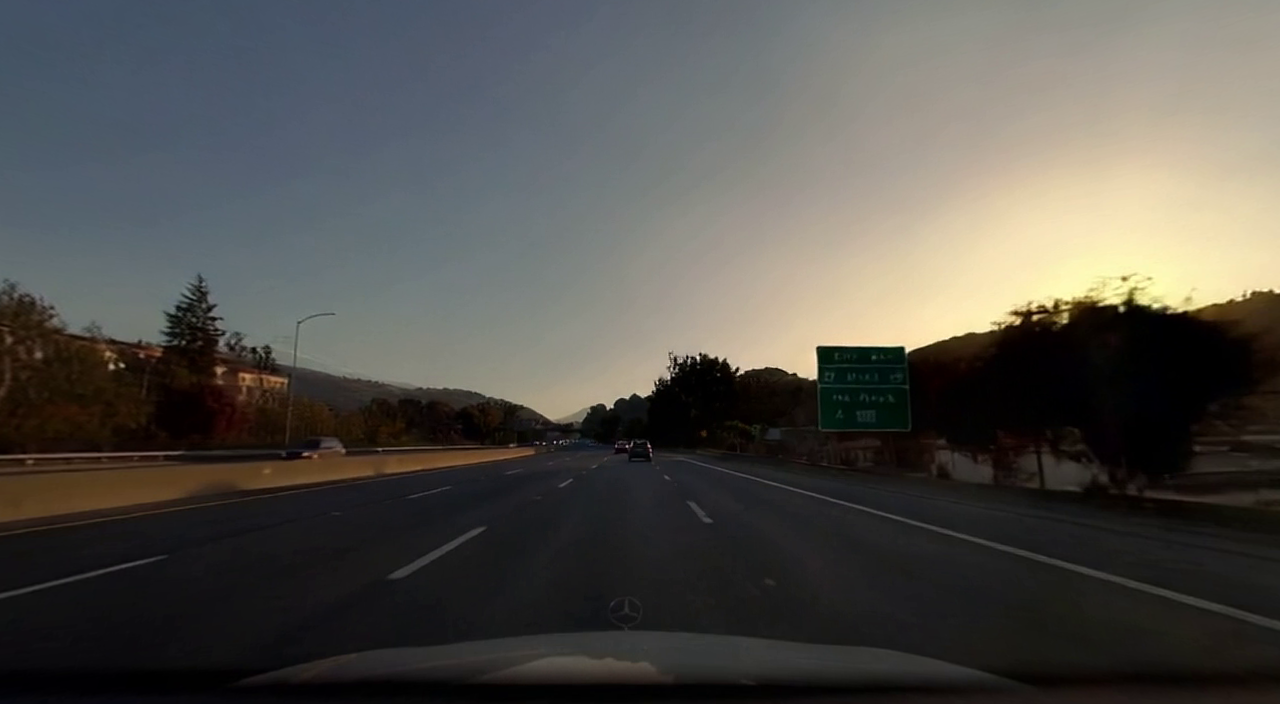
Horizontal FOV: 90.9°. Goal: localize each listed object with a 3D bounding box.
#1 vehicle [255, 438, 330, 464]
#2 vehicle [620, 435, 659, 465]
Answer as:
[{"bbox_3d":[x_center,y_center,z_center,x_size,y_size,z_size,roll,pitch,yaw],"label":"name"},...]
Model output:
[{"bbox_3d":[-21.293,6.093,38.897,1.977,1.487,4.720,0,-9,-1],"label":"vehicle"},{"bbox_3d":[-0.104,6.615,42.653,2.431,1.916,4.808,0,-8,-3],"label":"vehicle"}]
